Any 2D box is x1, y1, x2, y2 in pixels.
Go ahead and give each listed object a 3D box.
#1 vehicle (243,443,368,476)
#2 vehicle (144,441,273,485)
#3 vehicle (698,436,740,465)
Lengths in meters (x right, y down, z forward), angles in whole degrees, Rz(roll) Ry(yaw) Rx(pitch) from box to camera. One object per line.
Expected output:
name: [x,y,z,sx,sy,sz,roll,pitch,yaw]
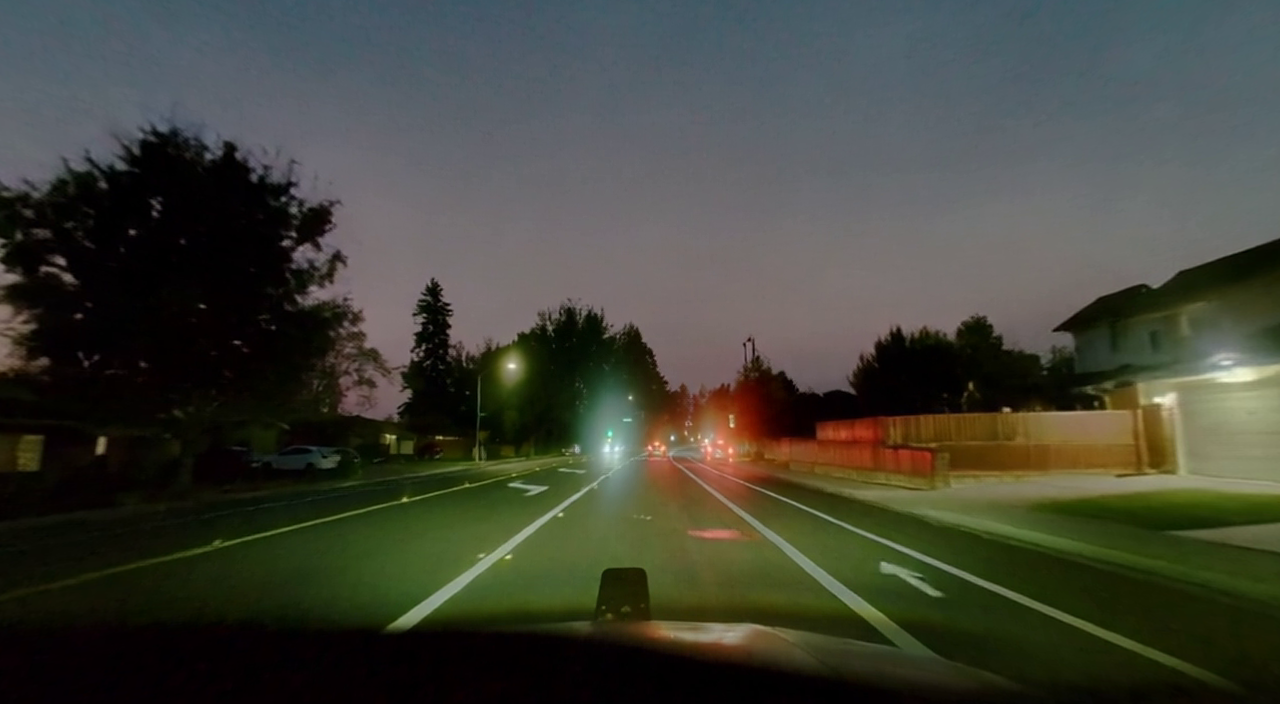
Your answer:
vehicle: [-18.087,5.825,34.282,5.419,1.649,2.396,0,-9,1]
vehicle: [-18.801,4.793,27.606,4.372,1.745,2.017,6,-10,-35]
vehicle: [5.425,6.828,43.883,2.233,1.887,5.347,0,-9,0]
